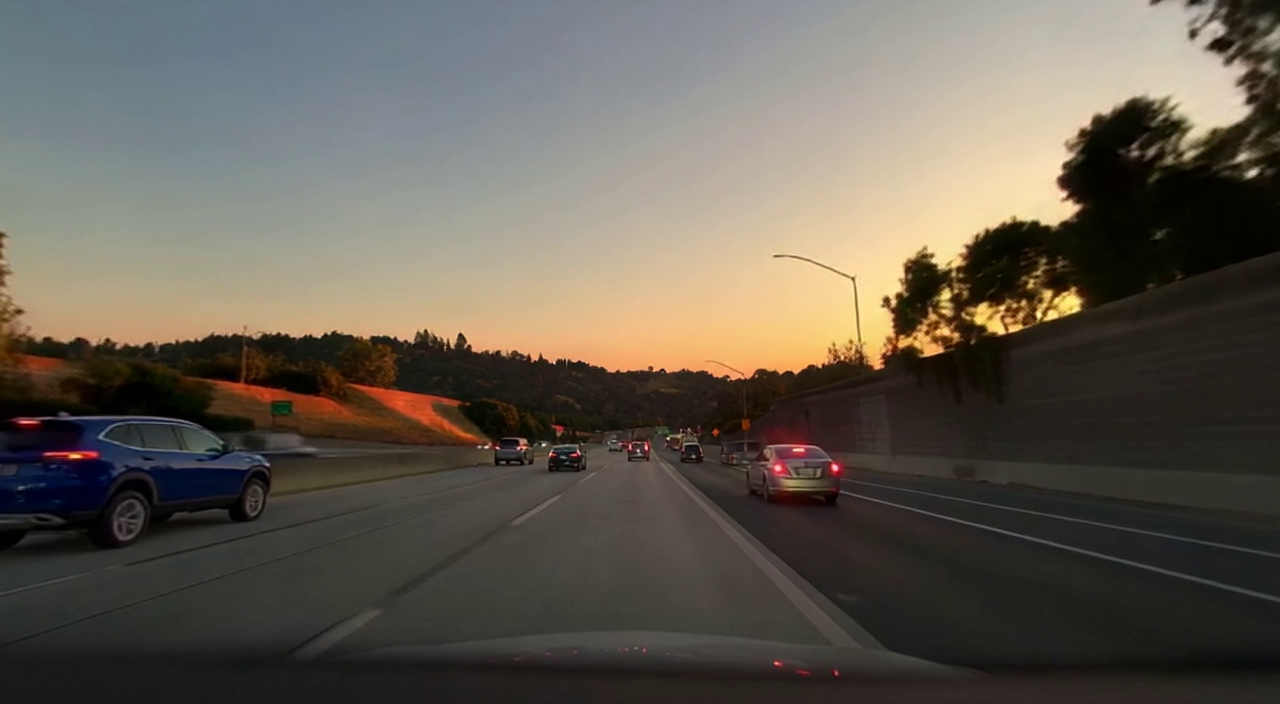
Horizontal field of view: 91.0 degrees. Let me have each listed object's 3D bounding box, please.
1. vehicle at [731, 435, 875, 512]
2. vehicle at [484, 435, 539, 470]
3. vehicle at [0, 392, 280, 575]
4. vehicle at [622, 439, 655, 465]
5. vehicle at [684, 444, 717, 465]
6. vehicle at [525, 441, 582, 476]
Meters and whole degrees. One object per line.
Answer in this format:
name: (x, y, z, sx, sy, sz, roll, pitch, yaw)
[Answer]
vehicle: (3.561, 2.767, 14.771, 2.141, 1.507, 4.510, 0, -9, 0)
vehicle: (-7.076, 5.595, 35.202, 2.111, 1.811, 4.391, 0, -9, 1)
vehicle: (-7.419, 1.683, 8.743, 2.142, 1.849, 4.566, 0, -9, -1)
vehicle: (-0.115, 6.962, 43.969, 2.158, 1.706, 4.219, 0, -9, 0)
vehicle: (4.318, 7.393, 45.565, 1.944, 1.465, 4.245, 0, -9, 0)
vehicle: (-4.001, 4.994, 29.699, 2.071, 1.478, 4.130, 0, -9, 0)
